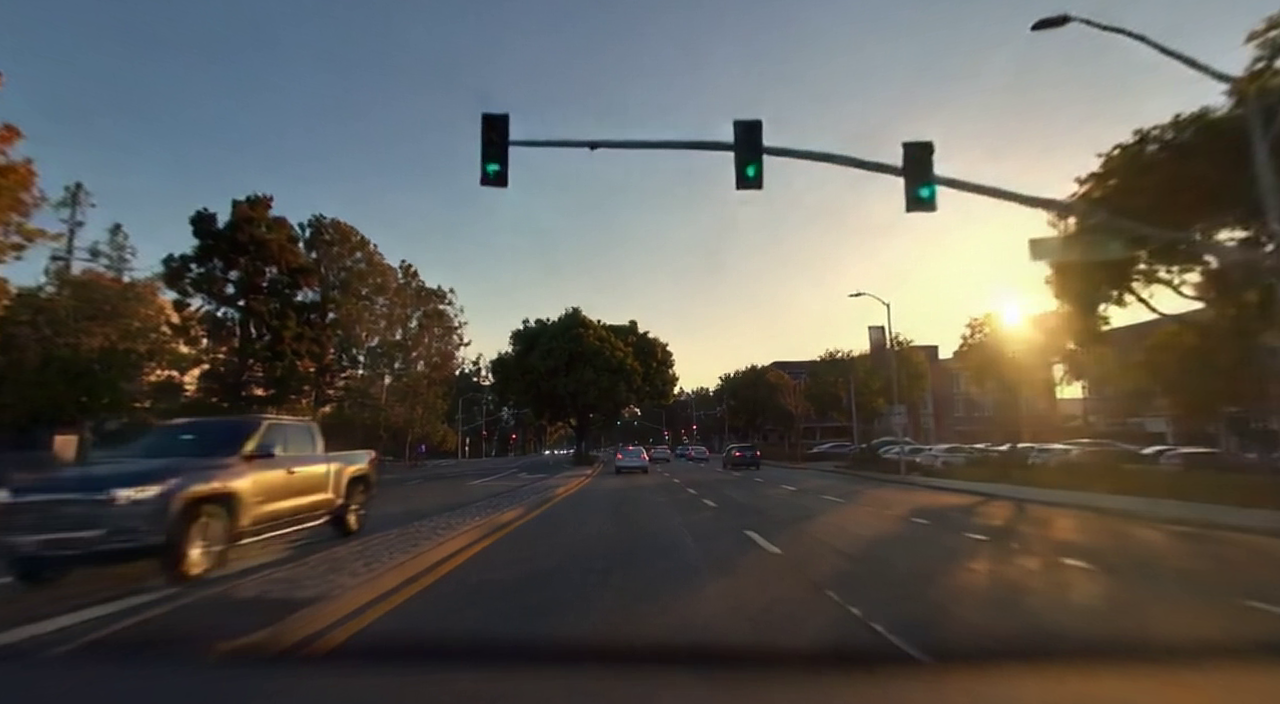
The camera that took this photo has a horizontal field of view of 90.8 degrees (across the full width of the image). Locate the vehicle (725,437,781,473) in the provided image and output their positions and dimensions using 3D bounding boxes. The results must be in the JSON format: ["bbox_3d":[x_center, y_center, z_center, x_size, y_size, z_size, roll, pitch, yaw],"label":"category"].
[{"bbox_3d":[6.453,5.982,36.857,2.052,1.886,5.297,0,-8,-3],"label":"vehicle"}]

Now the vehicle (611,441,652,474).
[{"bbox_3d":[-0.509,5.711,34.415,2.101,1.641,4.341,0,-8,-2],"label":"vehicle"}]

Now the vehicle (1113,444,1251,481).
[{"bbox_3d":[26.245,5.349,30.713,4.843,1.628,2.063,0,-8,-3],"label":"vehicle"}]

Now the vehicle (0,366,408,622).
[{"bbox_3d":[-5.189,1.657,8.261,2.145,2.041,6.064,-2,-9,-1],"label":"vehicle"}]
